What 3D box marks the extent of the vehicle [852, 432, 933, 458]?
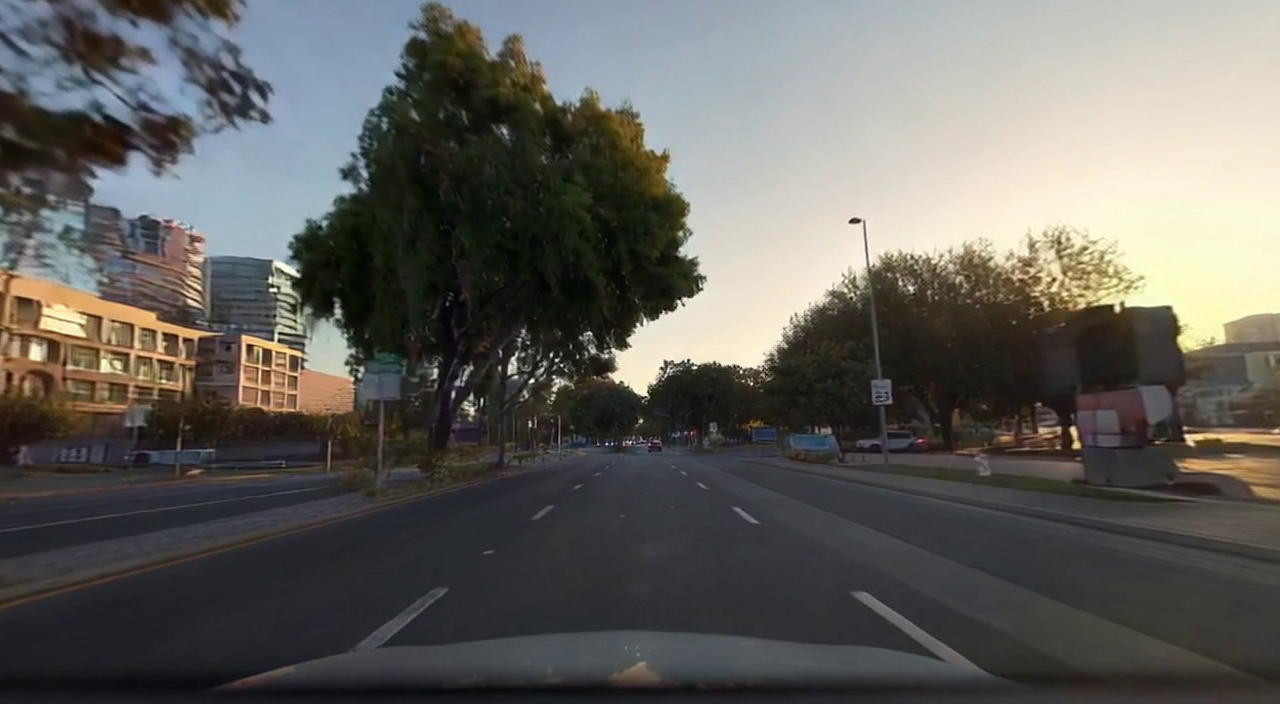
[{"bbox_3d":[16.977,6.261,42.575,4.530,1.640,2.074,0,-8,-2],"label":"vehicle"}]
